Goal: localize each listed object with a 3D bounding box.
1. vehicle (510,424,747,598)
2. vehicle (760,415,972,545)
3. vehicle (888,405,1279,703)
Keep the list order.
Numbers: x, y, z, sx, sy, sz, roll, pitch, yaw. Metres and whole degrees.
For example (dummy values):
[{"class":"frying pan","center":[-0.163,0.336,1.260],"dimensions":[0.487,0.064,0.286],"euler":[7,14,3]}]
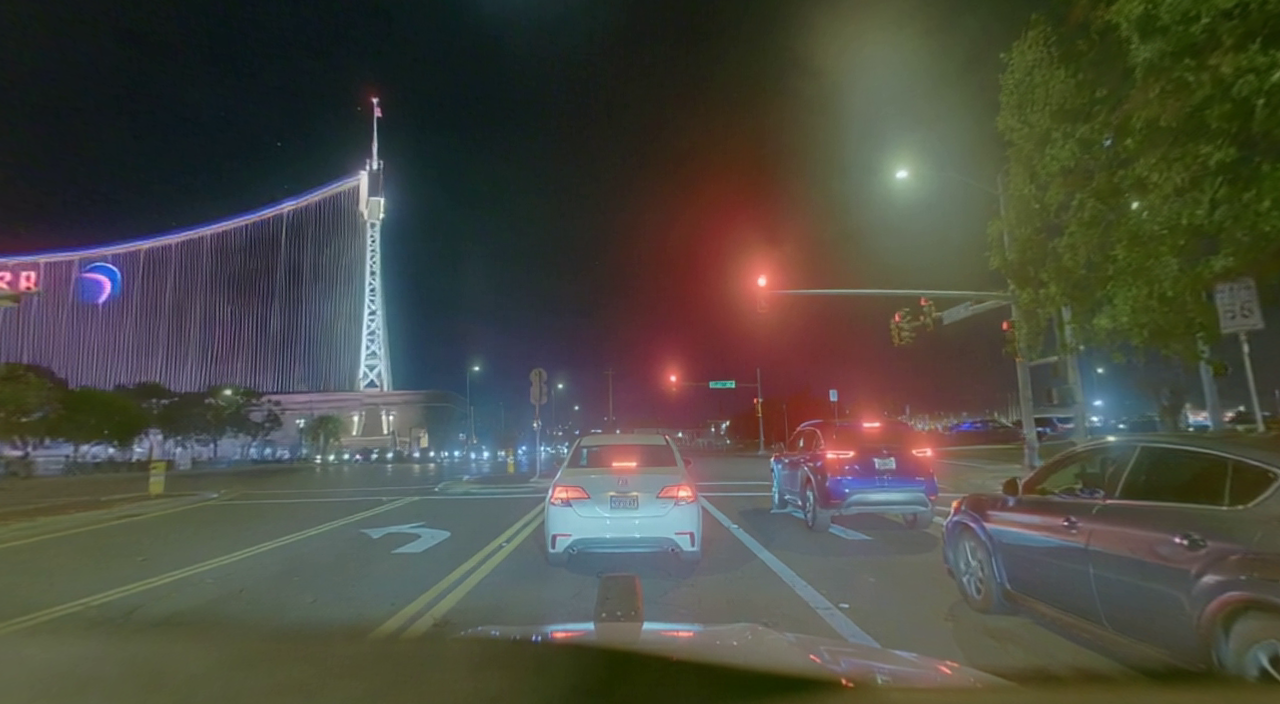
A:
[{"class":"vehicle","center":[-0.108,1.699,7.558],"dimensions":[2.096,1.521,3.747],"euler":[0,-8,0]},{"class":"vehicle","center":[3.509,2.084,10.935],"dimensions":[1.978,1.738,4.599],"euler":[0,-8,1]},{"class":"vehicle","center":[3.380,1.177,4.007],"dimensions":[1.833,1.465,4.258],"euler":[0,-8,-1]}]
